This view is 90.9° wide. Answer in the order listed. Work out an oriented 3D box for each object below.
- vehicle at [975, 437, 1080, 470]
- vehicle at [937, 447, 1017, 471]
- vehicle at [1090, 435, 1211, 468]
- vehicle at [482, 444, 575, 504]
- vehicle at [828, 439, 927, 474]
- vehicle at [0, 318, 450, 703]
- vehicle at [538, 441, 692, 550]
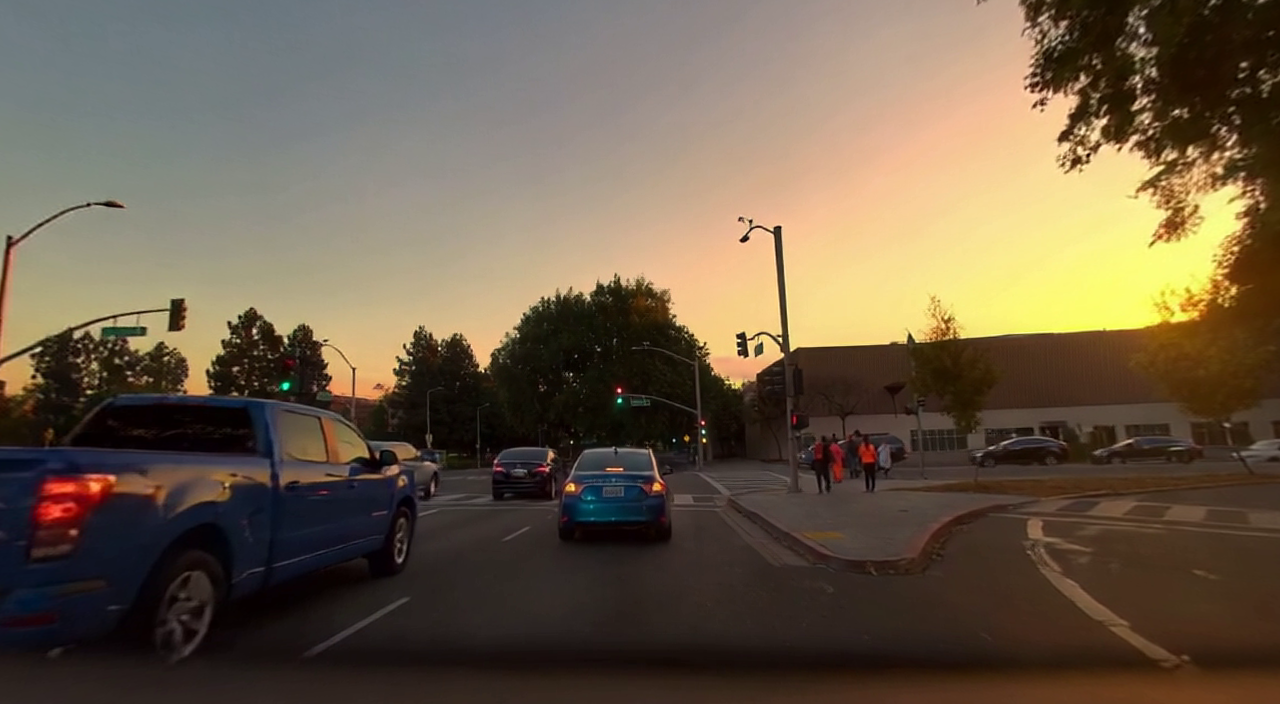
[{"bbox_3d":[22.021,5.763,35.964,4.529,1.786,2.110,0,-9,2],"label":"vehicle"},{"bbox_3d":[21.211,6.724,39.793,3.983,1.443,1.831,0,-9,1],"label":"vehicle"},{"bbox_3d":[29.027,5.676,35.954,4.967,1.794,2.044,0,-9,3],"label":"vehicle"},{"bbox_3d":[-3.361,3.764,20.042,2.003,1.655,4.878,0,-9,0],"label":"vehicle"},{"bbox_3d":[12.302,5.428,32.894,4.394,1.724,1.886,0,-9,1],"label":"vehicle"},{"bbox_3d":[-3.576,1.180,5.375,2.202,1.961,4.980,0,-9,2],"label":"vehicle"},{"bbox_3d":[-0.310,2.342,11.077,2.144,1.497,4.446,0,-9,1],"label":"vehicle"}]
